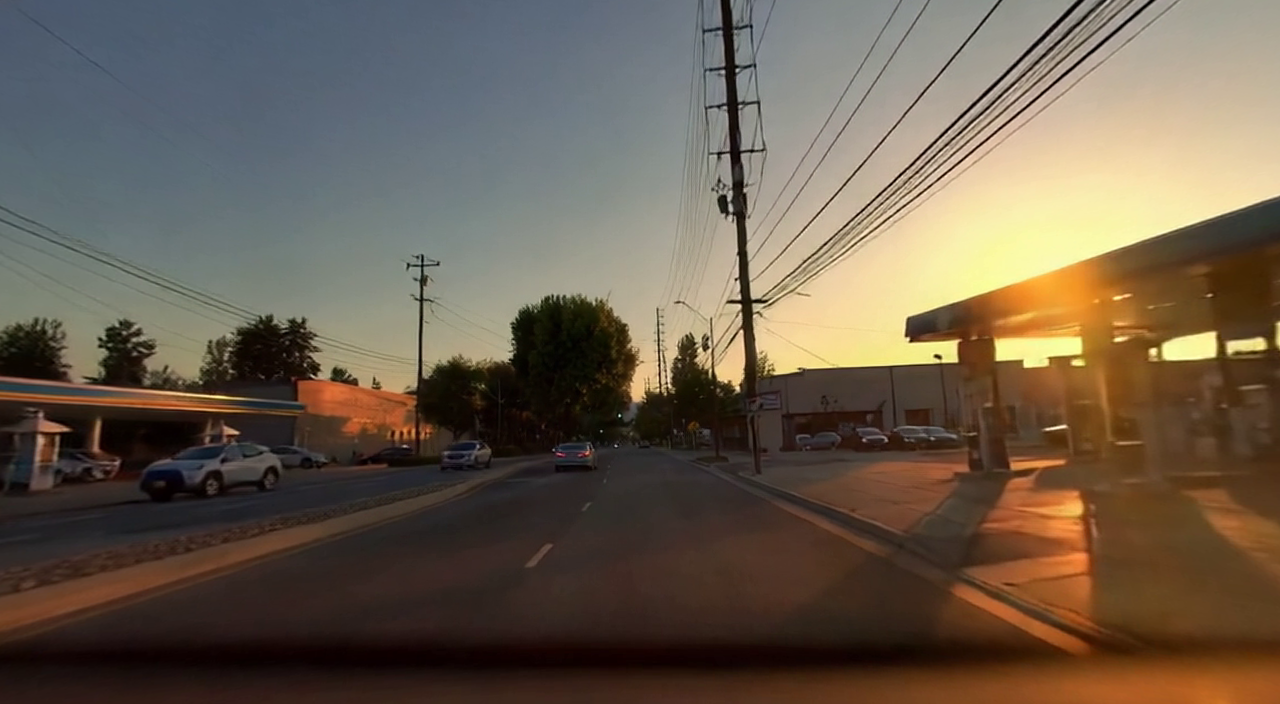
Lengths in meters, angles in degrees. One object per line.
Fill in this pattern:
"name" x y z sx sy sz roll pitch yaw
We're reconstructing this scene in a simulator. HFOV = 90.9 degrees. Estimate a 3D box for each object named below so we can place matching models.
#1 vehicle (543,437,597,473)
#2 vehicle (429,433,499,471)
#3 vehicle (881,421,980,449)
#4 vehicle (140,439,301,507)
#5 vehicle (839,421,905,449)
"vehicle" -3.151 4.730 29.154 2.073 1.525 3.968 0 -8 -1
"vehicle" -10.193 5.827 37.042 2.437 2.069 5.159 -1 -8 2
"vehicle" 17.414 5.006 37.971 4.943 1.646 2.072 0 -8 -2
"vehicle" -14.968 4.274 22.958 2.353 2.144 4.847 -1 -8 2
"vehicle" 17.491 6.260 47.805 2.020 1.972 4.983 2 -7 -17
